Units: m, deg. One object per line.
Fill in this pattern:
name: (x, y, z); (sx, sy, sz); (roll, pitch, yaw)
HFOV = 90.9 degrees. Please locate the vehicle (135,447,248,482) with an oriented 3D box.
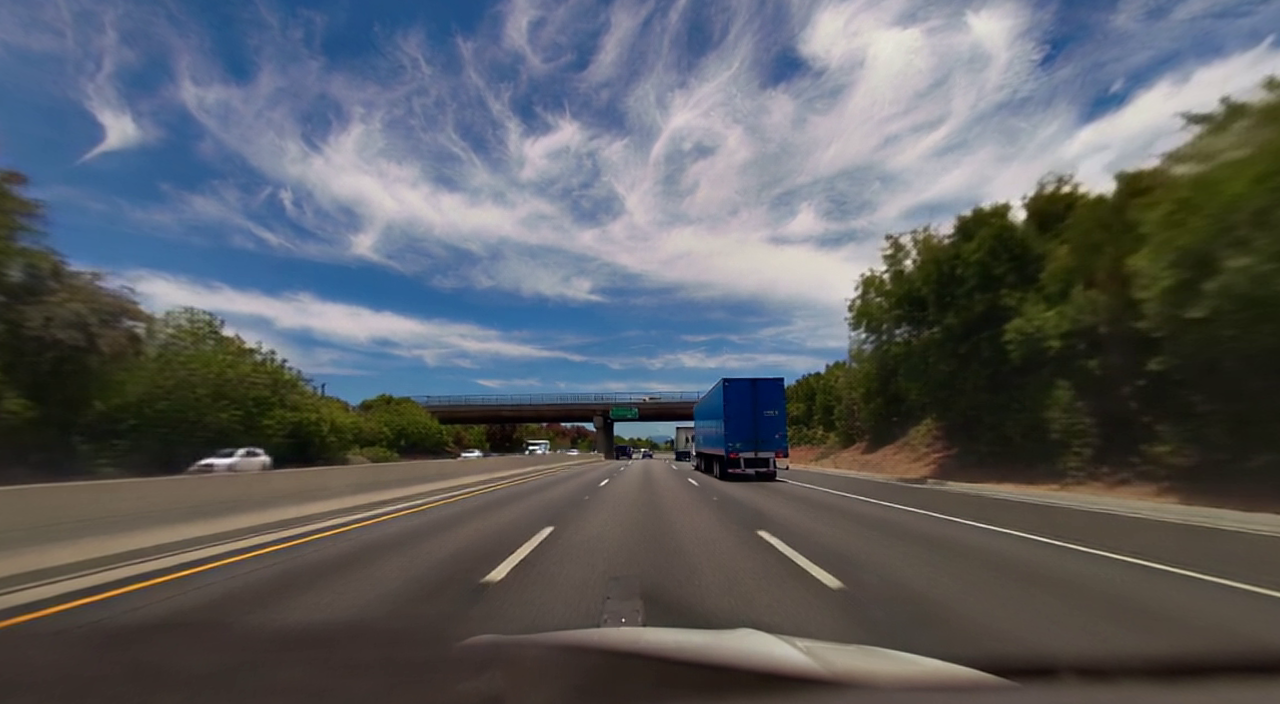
vehicle: (-20.678, 5.186, 29.343); (1.850, 1.504, 4.549); (0, -9, 1)

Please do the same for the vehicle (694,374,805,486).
vehicle: (4.565, 3.897, 29.947); (2.825, 4.054, 14.210); (0, -9, 0)
